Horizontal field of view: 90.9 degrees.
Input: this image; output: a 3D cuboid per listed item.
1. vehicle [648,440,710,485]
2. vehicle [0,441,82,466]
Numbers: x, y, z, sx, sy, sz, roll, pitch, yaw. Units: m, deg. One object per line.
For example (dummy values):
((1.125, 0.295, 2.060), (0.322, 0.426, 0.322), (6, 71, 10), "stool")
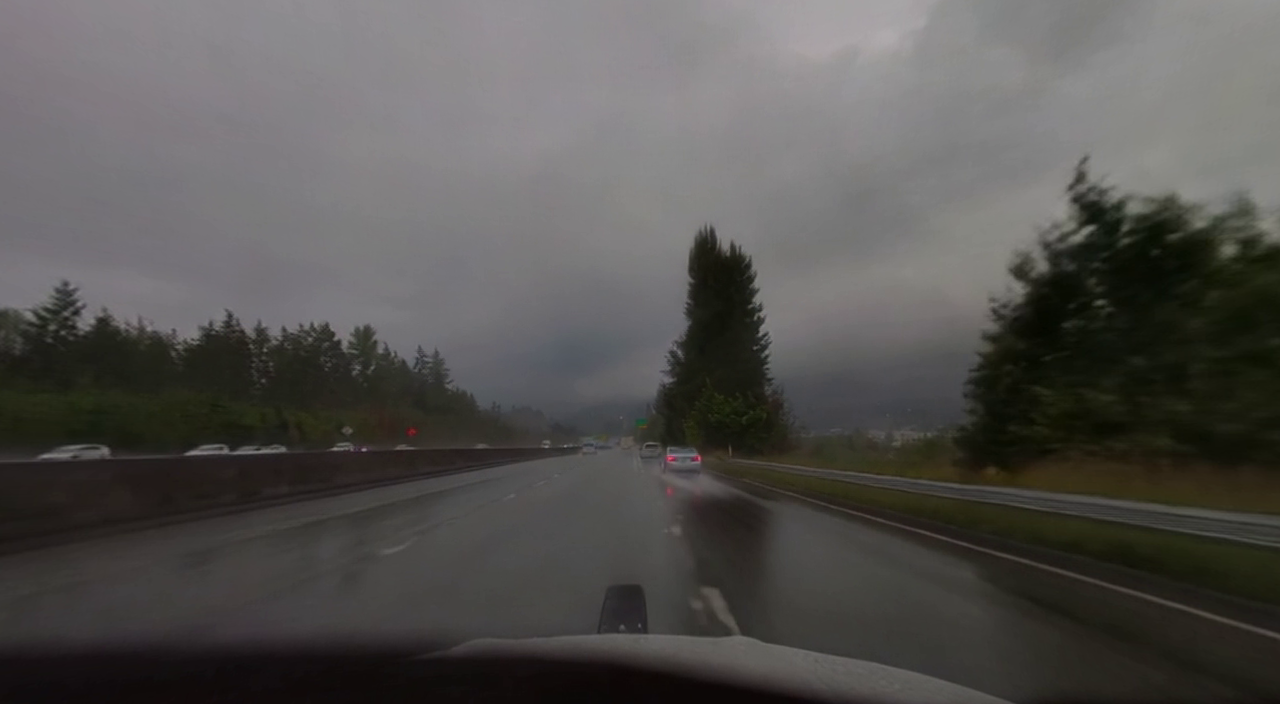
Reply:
((1.328, 4.010, 23.100), (1.960, 1.456, 3.818), (0, -9, -1), "vehicle")
((-37.301, 6.315, 39.247), (1.768, 1.444, 3.802), (0, -9, -5), "vehicle")
